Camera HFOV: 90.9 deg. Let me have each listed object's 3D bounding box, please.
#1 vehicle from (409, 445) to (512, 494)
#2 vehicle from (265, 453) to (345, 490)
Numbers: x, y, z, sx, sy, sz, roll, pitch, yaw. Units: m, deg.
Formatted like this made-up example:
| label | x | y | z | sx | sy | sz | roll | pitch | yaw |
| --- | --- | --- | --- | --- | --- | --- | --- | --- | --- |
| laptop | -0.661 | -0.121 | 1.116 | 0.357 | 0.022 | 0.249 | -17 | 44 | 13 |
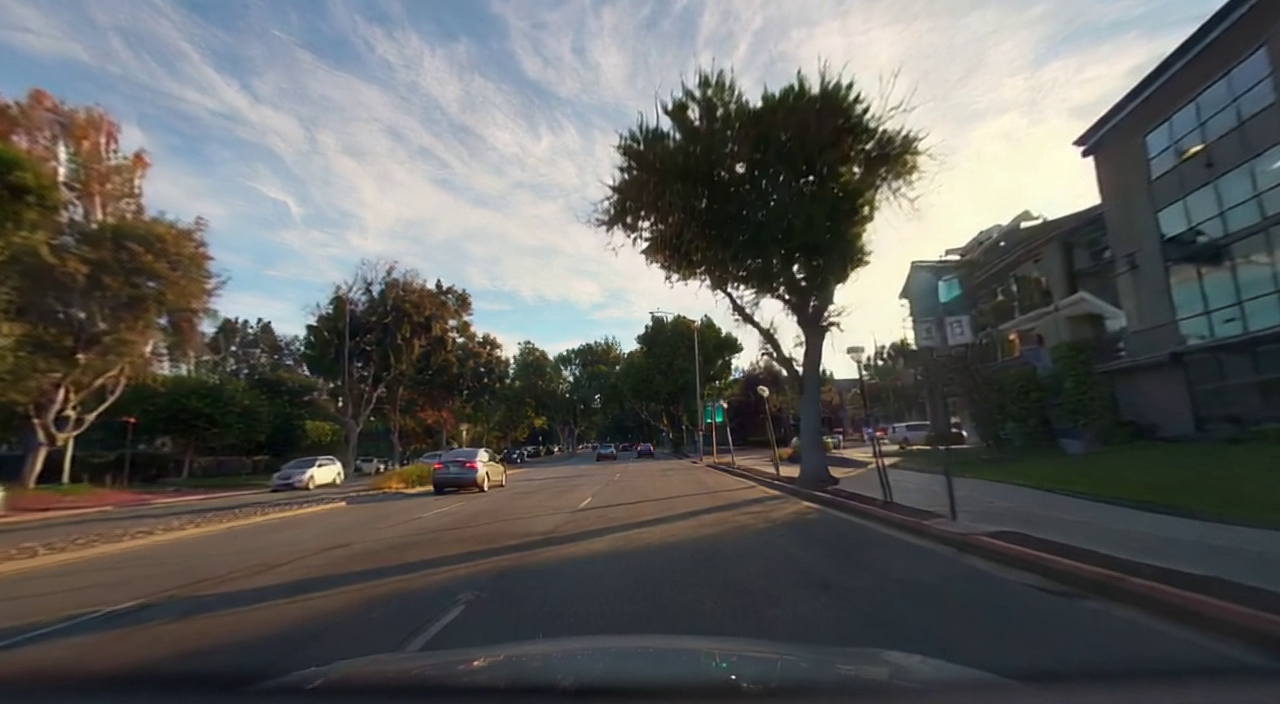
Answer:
| label | x | y | z | sx | sy | sz | roll | pitch | yaw |
| --- | --- | --- | --- | --- | --- | --- | --- | --- | --- |
| vehicle | -5.740 | 3.803 | 20.814 | 2.072 | 1.427 | 4.328 | -1 | -9 | 1 |
| vehicle | -17.408 | 6.190 | 33.034 | 1.800 | 1.736 | 4.287 | -1 | -9 | 0 |
